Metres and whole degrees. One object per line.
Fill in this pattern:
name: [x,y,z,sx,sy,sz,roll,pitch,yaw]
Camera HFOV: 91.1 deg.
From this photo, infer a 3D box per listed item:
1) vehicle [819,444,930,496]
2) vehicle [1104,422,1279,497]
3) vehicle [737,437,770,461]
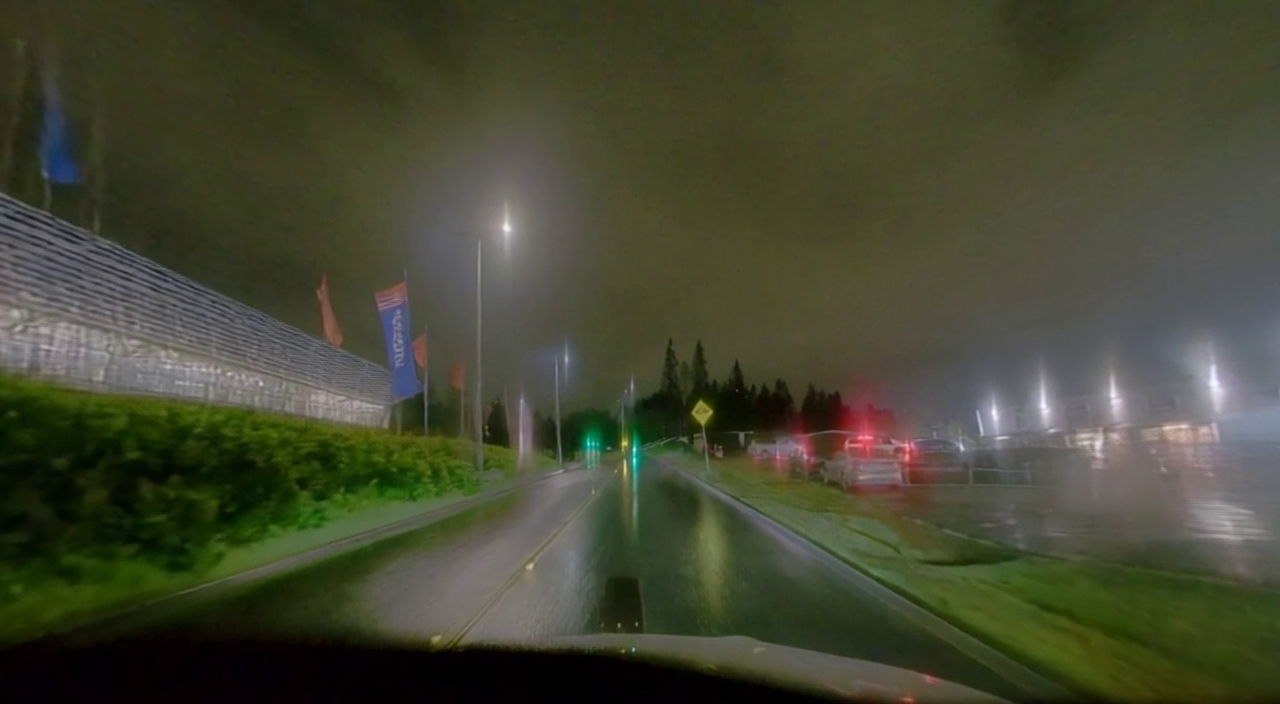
vehicle: [7.423,3.772,20.396,1.909,1.496,4.079,0,-9,-2]
vehicle: [14.887,2.760,16.400,1.947,1.657,4.314,1,-9,-6]
vehicle: [8.923,7.652,49.576,1.924,1.713,4.627,-1,-9,3]
